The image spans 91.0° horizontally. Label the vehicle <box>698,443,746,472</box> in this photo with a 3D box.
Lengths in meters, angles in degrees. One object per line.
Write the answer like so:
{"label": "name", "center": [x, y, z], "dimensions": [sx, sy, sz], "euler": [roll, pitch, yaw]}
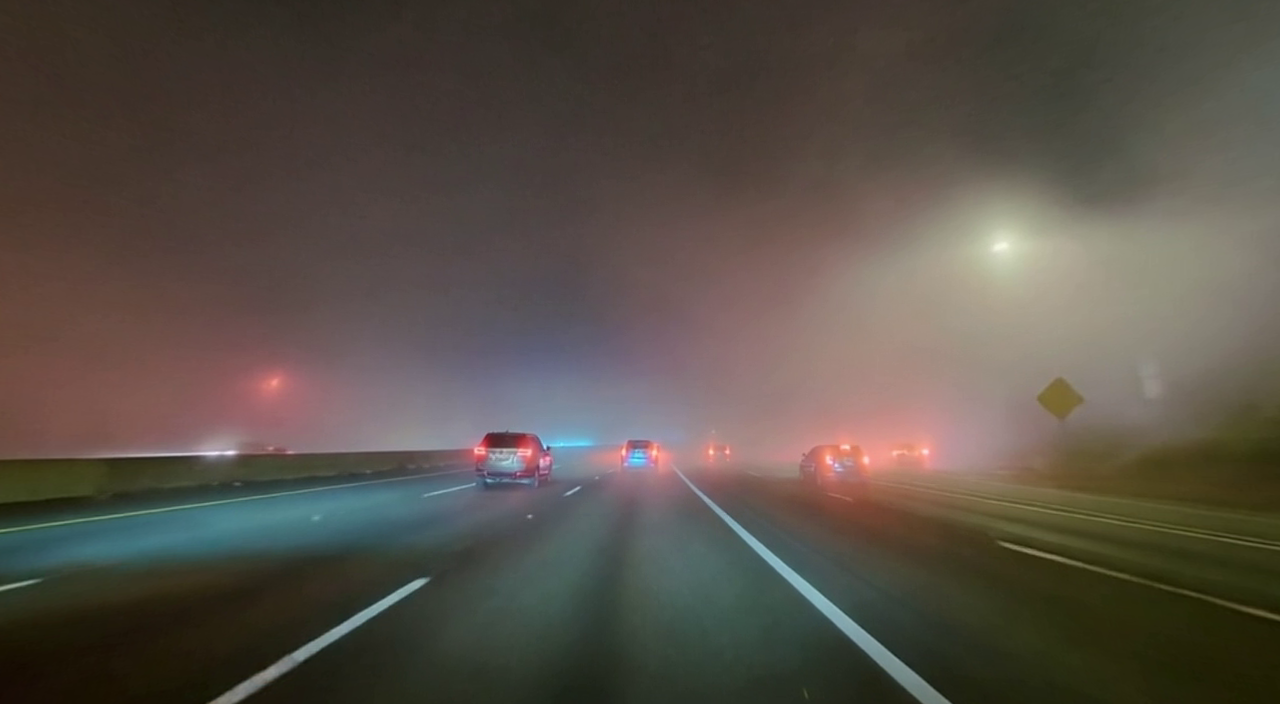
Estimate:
{"label": "vehicle", "center": [4.316, 5.603, 33.690], "dimensions": [2.005, 1.456, 4.287], "euler": [0, -9, 0]}

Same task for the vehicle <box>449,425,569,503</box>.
{"label": "vehicle", "center": [-3.236, 2.878, 16.556], "dimensions": [2.142, 1.759, 4.297], "euler": [0, -9, 1]}

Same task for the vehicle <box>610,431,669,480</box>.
{"label": "vehicle", "center": [-0.009, 4.371, 26.859], "dimensions": [2.270, 1.862, 4.949], "euler": [0, -9, 1]}

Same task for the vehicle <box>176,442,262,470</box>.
{"label": "vehicle", "center": [-26.066, 6.427, 39.226], "dimensions": [1.954, 1.612, 4.596], "euler": [-1, -9, 4]}

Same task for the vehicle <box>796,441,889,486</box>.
{"label": "vehicle", "center": [7.288, 4.035, 23.169], "dimensions": [1.936, 1.480, 4.373], "euler": [0, -9, 0]}
